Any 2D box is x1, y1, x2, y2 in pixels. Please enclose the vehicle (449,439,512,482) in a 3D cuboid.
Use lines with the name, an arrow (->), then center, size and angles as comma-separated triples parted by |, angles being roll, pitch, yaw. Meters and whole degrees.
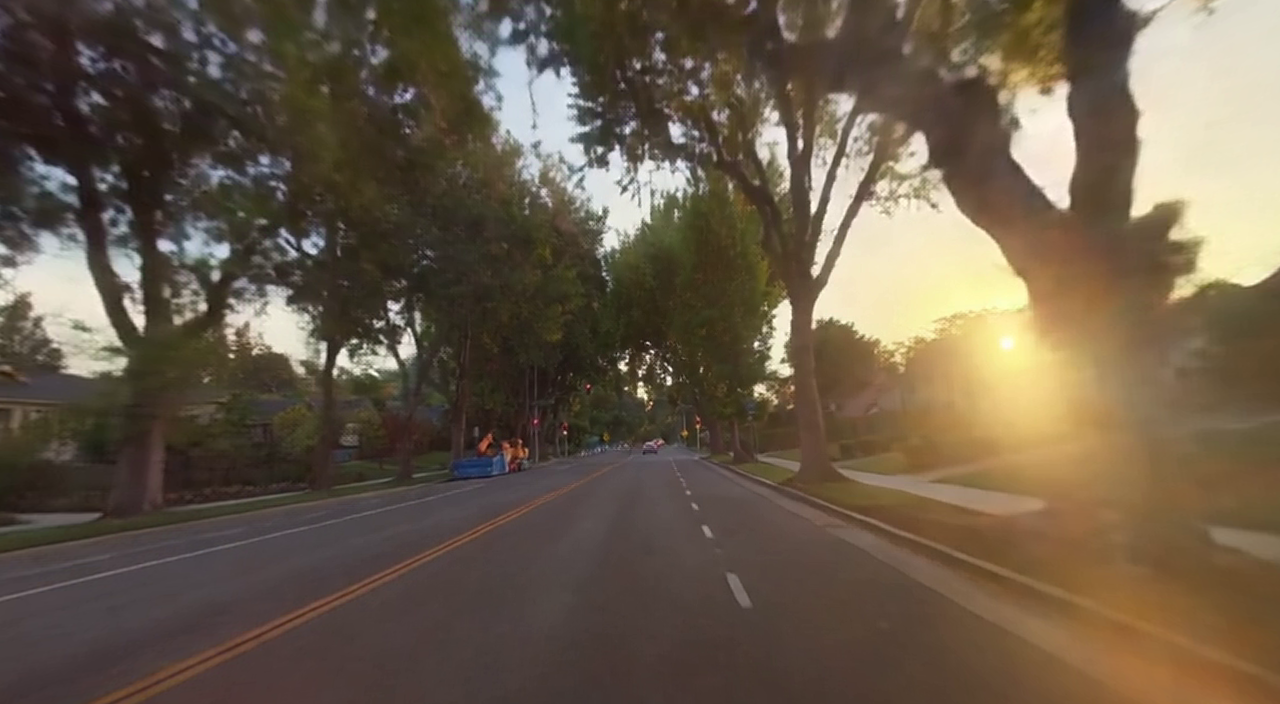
vehicle -> -8.278, 5.639, 33.126 | 1.998, 1.814, 4.559 | -4, -6, 1
